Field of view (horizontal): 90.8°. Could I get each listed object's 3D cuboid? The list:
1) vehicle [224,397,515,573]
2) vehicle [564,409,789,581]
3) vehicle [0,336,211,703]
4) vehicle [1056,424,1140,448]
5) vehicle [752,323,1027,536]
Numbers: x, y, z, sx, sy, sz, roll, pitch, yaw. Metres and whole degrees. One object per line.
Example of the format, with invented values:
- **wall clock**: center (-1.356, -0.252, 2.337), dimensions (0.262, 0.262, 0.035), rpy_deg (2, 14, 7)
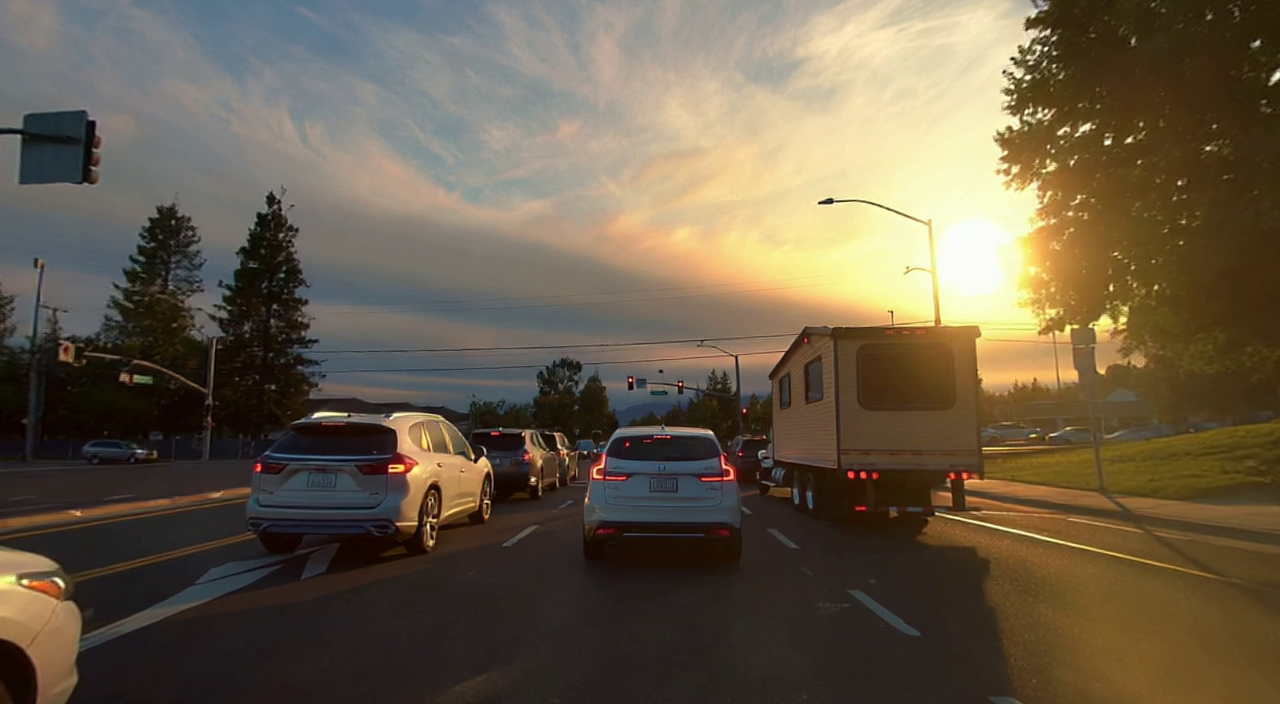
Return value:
- **vehicle**: center (-3.261, 1.714, 8.852), dimensions (2.085, 1.812, 4.388), rpy_deg (0, -9, 0)
- **vehicle**: center (0.365, 1.710, 8.314), dimensions (2.189, 1.649, 4.171), rpy_deg (0, -9, 0)
- **vehicle**: center (-3.420, 0.677, 1.480), dimensions (1.952, 1.730, 4.116), rpy_deg (0, -9, -1)
- **vehicle**: center (33.161, 6.141, 45.892), dimensions (4.671, 1.595, 1.824), rpy_deg (-6, -10, 31)
- **vehicle**: center (3.693, 1.395, 11.001), dimensions (2.531, 2.750, 5.595), rpy_deg (0, -9, 1)
